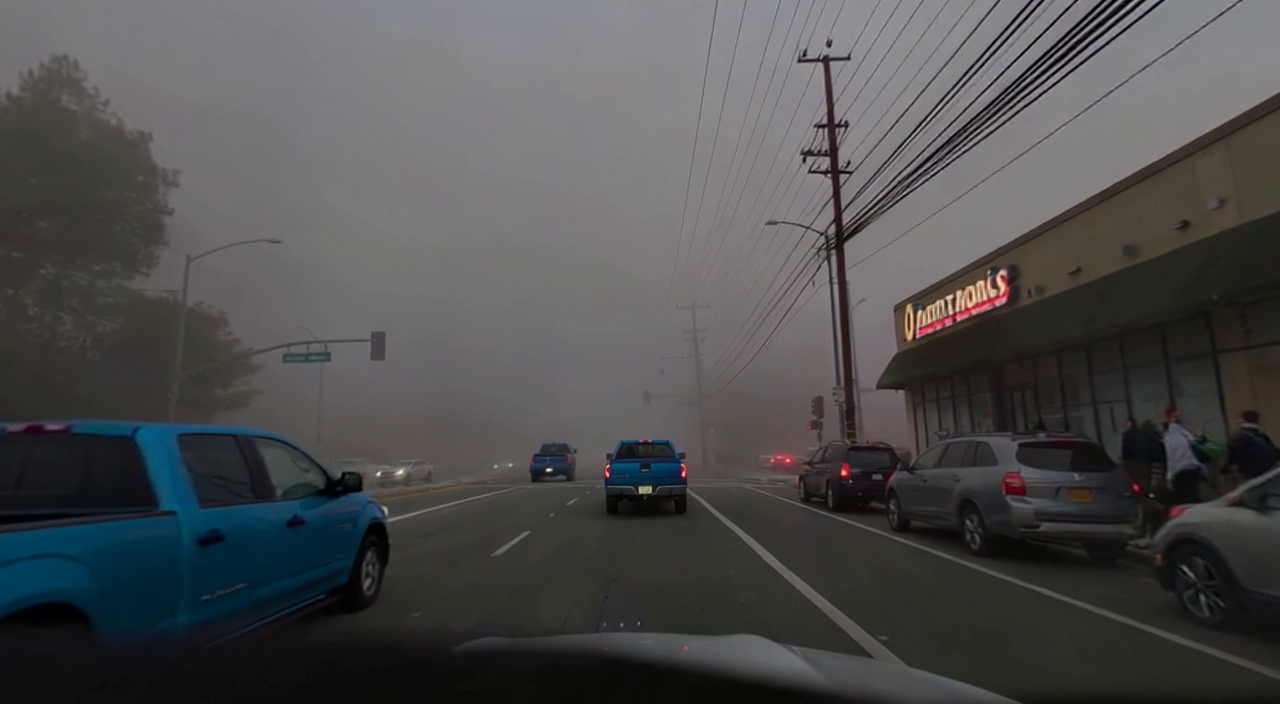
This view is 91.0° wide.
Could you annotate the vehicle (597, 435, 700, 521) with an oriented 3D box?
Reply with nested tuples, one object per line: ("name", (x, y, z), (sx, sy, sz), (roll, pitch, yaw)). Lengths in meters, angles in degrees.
("vehicle", (0.300, 2.896, 15.111), (2.089, 1.699, 4.650), (0, -9, 3))

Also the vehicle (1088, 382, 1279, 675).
("vehicle", (4.891, 0.963, 3.087), (2.014, 1.755, 4.520), (0, -9, 0))

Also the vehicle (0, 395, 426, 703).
("vehicle", (-3.159, 1.158, 3.695), (1.995, 1.554, 4.618), (0, -9, 3))

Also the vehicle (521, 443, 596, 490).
("vehicle", (-3.355, 4.844, 27.074), (2.140, 1.768, 5.092), (0, -9, 4))

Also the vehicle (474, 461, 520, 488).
("vehicle", (-9.132, 7.867, 40.567), (1.918, 1.522, 4.486), (0, -9, 1))

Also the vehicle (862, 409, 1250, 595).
("vehicle", (4.924, 1.832, 8.638), (2.007, 1.786, 4.870), (0, -9, 0))
